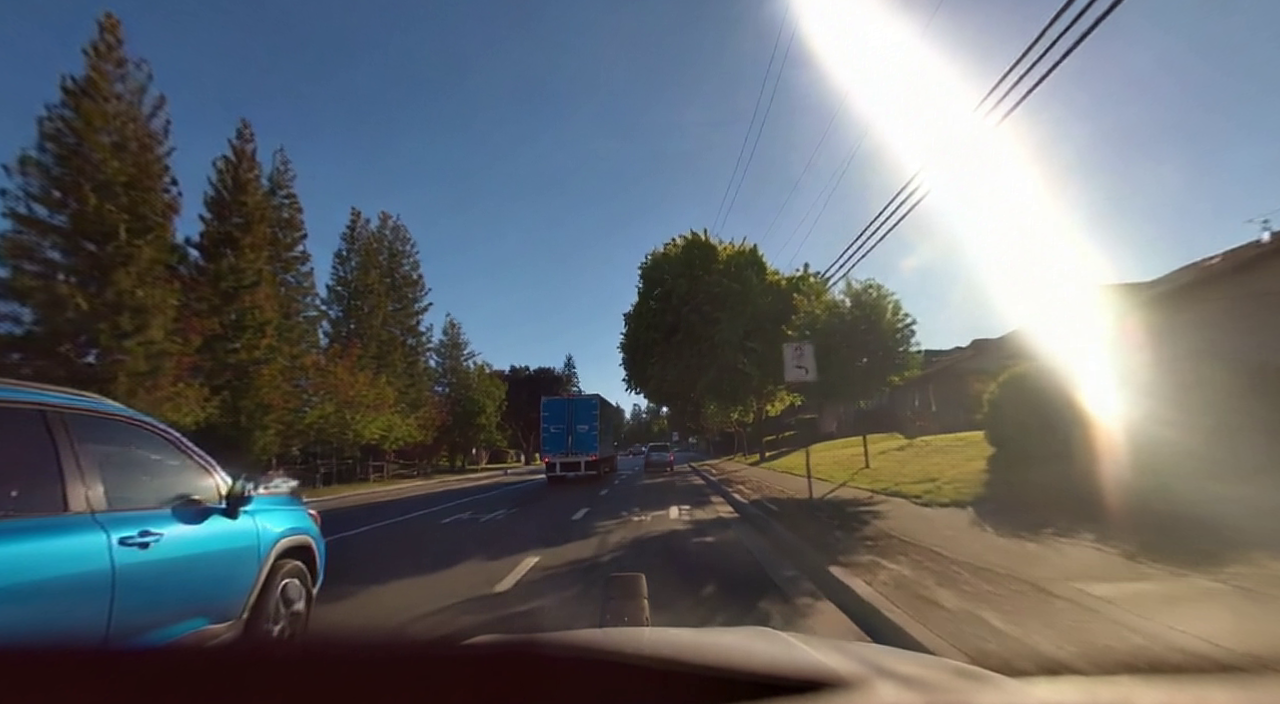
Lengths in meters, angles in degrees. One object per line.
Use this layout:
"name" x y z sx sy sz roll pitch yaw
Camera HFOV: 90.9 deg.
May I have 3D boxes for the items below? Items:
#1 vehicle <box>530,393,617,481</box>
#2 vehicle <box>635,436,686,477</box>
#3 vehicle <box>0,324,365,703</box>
"vehicle" -2.935 4.201 30.741 2.928 3.658 8.980 -1 -9 2
"vehicle" 0.904 4.803 29.132 2.174 1.749 4.113 0 -9 1
"vehicle" -3.264 0.900 2.639 2.093 1.832 4.508 0 -9 1
